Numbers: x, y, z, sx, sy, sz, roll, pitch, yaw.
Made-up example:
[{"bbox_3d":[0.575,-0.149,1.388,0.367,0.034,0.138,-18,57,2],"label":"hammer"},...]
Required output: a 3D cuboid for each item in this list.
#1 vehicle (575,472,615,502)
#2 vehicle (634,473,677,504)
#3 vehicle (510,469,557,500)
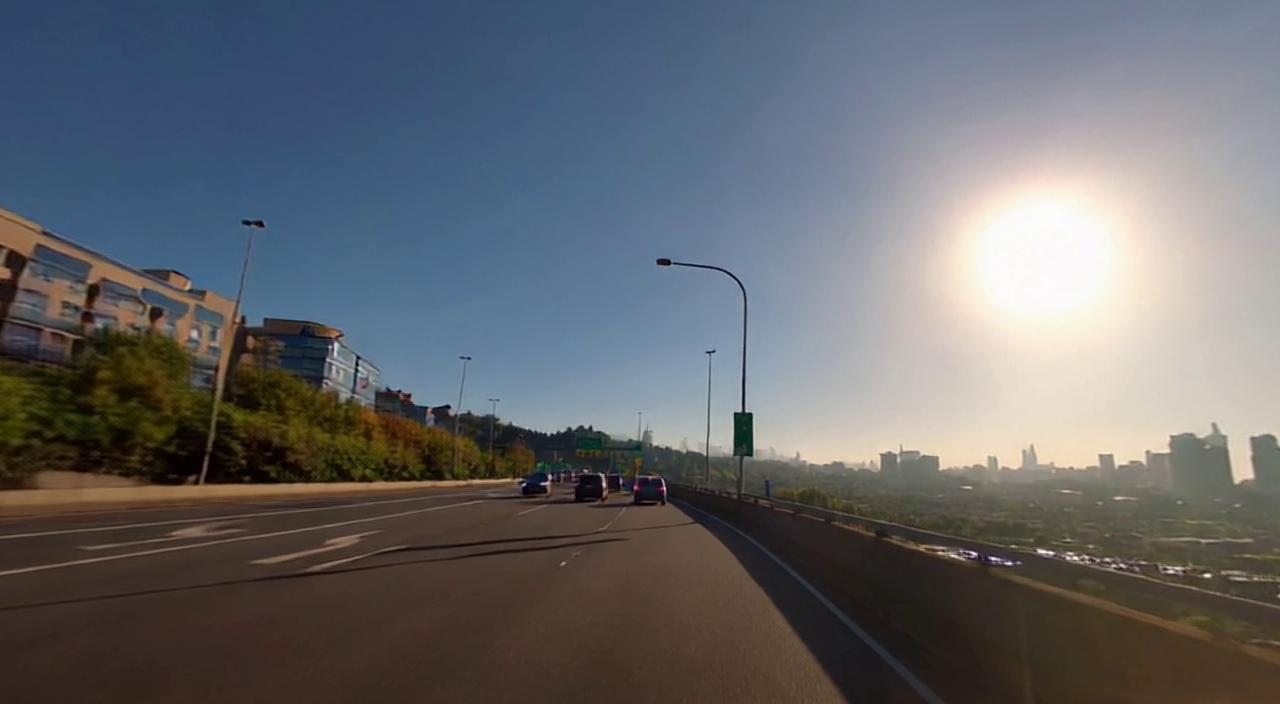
[{"bbox_3d":[-2.501,7.672,36.067,2.030,1.441,4.806,1,-10,-1],"label":"vehicle"},{"bbox_3d":[0.791,7.334,34.044,2.129,1.471,4.258,1,-10,-1],"label":"vehicle"},{"bbox_3d":[-5.965,7.438,35.696,2.016,1.573,4.259,1,-10,-1],"label":"vehicle"}]
